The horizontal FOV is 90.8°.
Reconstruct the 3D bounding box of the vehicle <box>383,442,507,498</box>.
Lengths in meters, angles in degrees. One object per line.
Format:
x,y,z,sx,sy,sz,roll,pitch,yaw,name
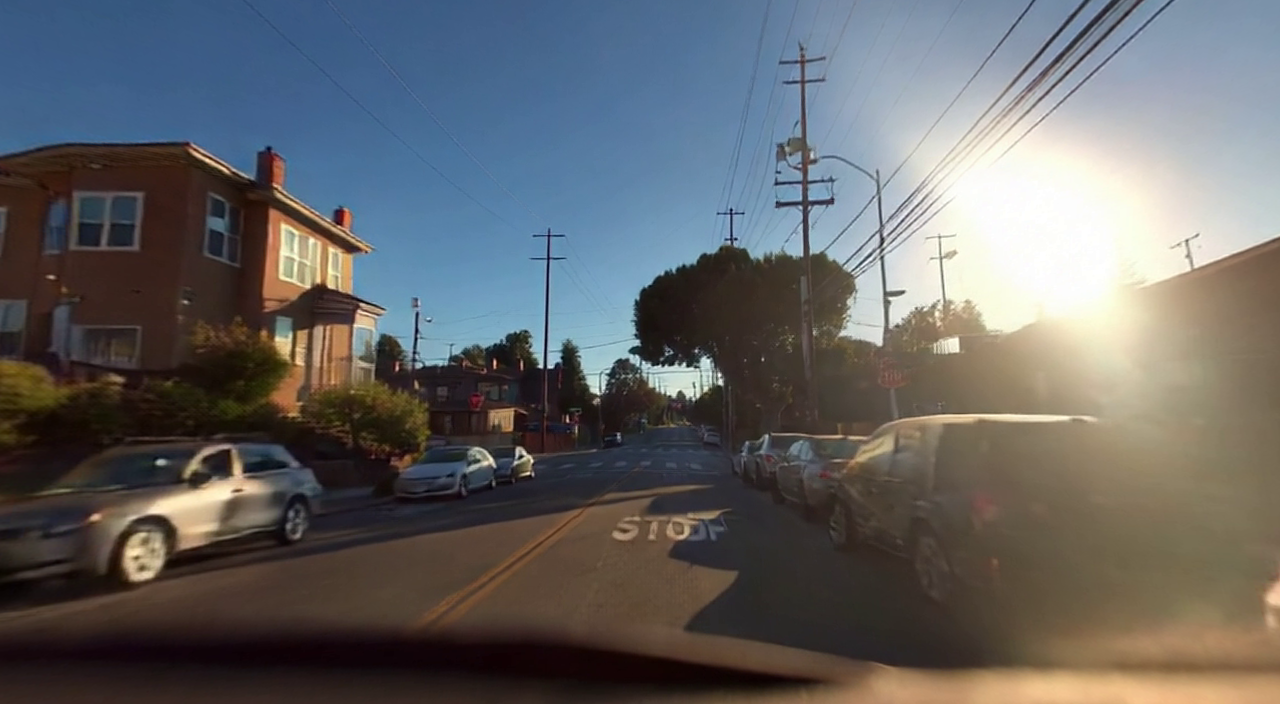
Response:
-5.548,3.395,18.676,2.098,1.454,4.449,0,-8,2,vehicle

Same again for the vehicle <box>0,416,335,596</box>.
-6.197,1.834,8.454,1.917,1.759,4.226,-1,-8,3,vehicle

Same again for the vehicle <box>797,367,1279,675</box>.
3.324,1.370,6.398,2.337,1.838,5.029,0,-8,2,vehicle
